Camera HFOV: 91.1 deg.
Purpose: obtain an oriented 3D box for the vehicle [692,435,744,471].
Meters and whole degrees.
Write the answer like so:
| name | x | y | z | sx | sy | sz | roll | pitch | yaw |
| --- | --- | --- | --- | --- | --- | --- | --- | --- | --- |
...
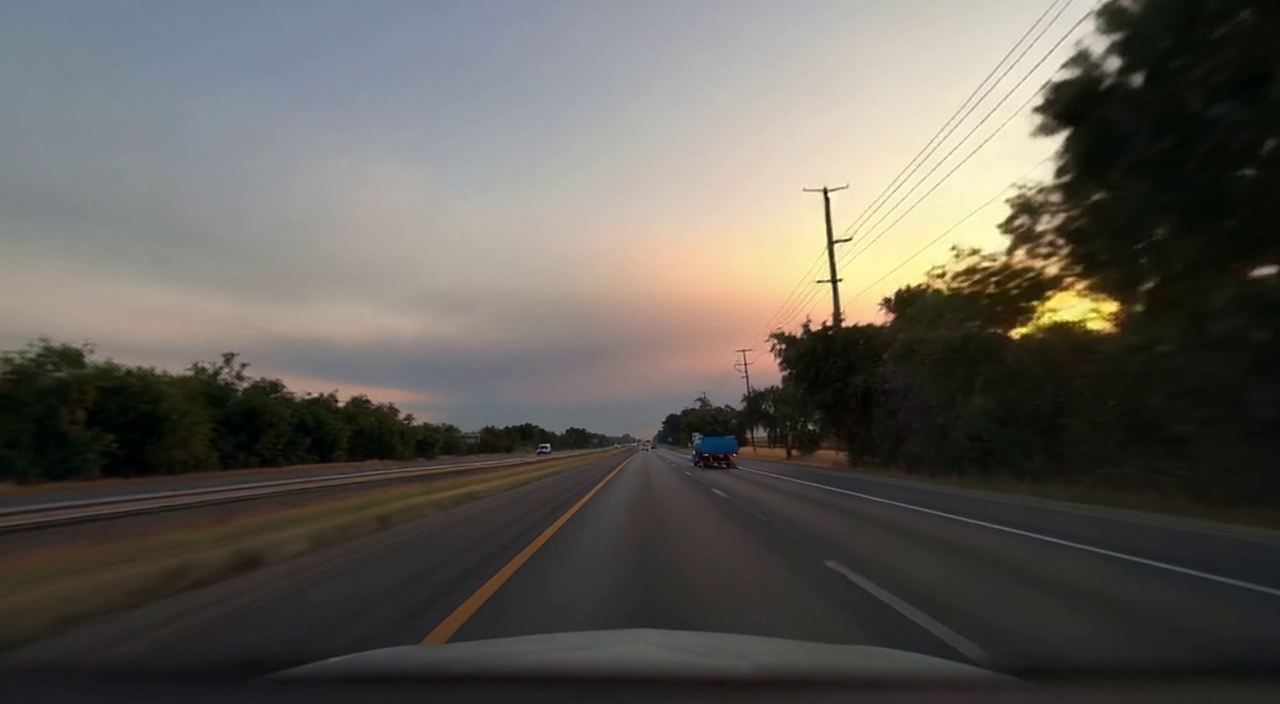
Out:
| name | x | y | z | sx | sy | sz | roll | pitch | yaw |
| --- | --- | --- | --- | --- | --- | --- | --- | --- | --- |
| vehicle | 4.278 | 5.685 | 35.458 | 2.228 | 1.852 | 5.449 | 0 | -9 | 0 |
